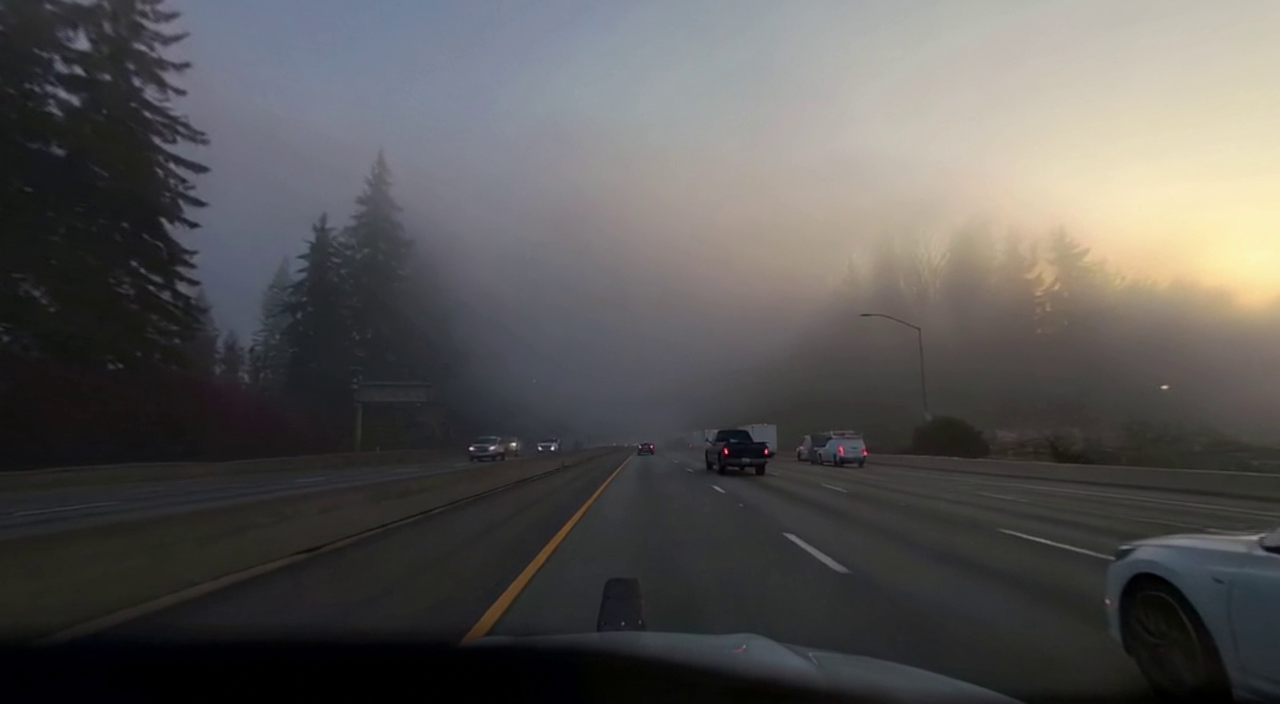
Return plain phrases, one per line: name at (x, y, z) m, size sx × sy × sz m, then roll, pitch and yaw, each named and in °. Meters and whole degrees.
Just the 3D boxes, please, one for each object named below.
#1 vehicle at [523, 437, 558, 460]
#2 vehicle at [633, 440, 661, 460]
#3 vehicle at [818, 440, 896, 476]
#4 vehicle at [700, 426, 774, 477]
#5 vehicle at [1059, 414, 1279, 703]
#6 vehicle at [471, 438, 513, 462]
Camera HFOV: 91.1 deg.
vehicle at (-7.622, 7.465, 48.617) m, size 1.980 × 1.702 × 4.285 m, roll 0°, pitch -8°, yaw 1°
vehicle at (0.555, 7.489, 48.218) m, size 2.052 × 1.472 × 4.295 m, roll 0°, pitch -8°, yaw 0°
vehicle at (9.819, 4.805, 28.820) m, size 2.002 × 1.500 × 4.715 m, roll 0°, pitch -8°, yaw 1°
vehicle at (3.916, 4.156, 26.419) m, size 2.206 × 1.902 × 5.460 m, roll 0°, pitch -8°, yaw 0°
vehicle at (3.406, 0.798, 1.229) m, size 1.904 × 1.453 × 4.789 m, roll 0°, pitch -8°, yaw 1°
vehicle at (-11.183, 7.388, 47.641) m, size 2.040 × 1.698 × 4.468 m, roll 0°, pitch -8°, yaw 0°
